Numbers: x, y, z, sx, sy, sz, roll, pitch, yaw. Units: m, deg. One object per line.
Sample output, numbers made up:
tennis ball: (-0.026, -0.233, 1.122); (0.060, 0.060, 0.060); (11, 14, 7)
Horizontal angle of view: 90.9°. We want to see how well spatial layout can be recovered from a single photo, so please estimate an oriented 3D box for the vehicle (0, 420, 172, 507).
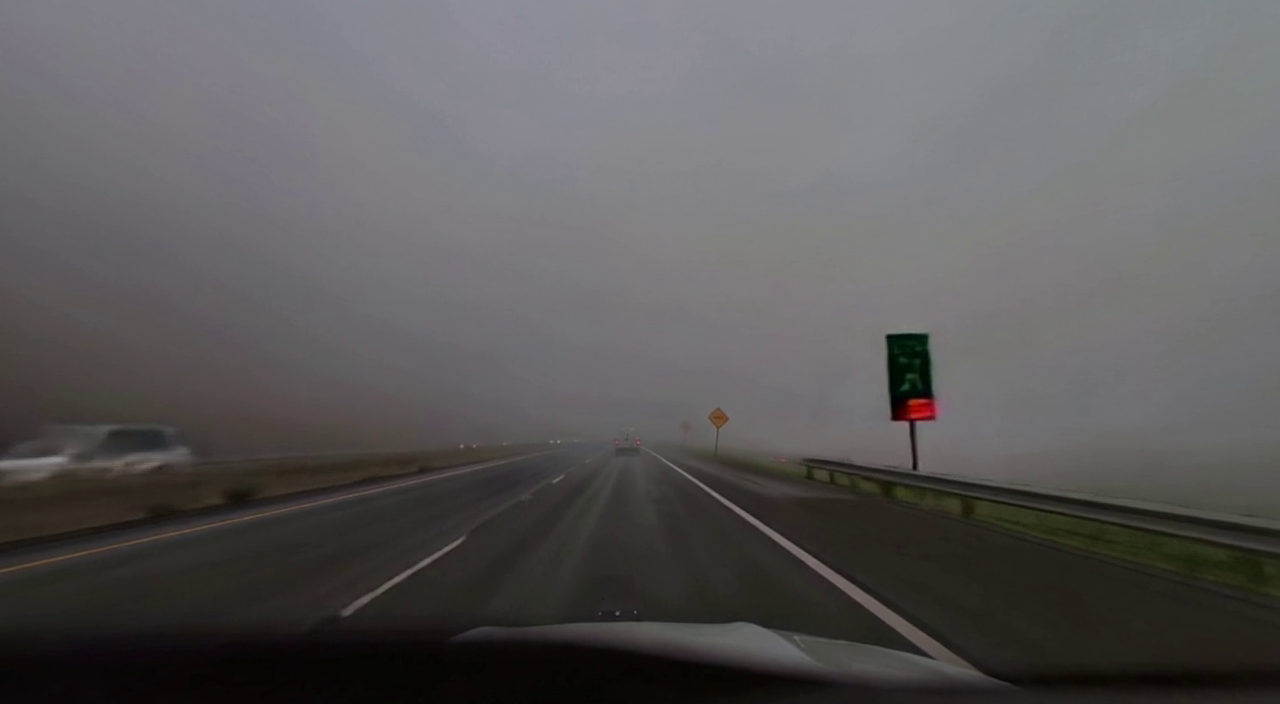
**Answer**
vehicle: (-12.888, 2.324, 13.612); (1.998, 1.592, 4.662); (0, -8, -1)
